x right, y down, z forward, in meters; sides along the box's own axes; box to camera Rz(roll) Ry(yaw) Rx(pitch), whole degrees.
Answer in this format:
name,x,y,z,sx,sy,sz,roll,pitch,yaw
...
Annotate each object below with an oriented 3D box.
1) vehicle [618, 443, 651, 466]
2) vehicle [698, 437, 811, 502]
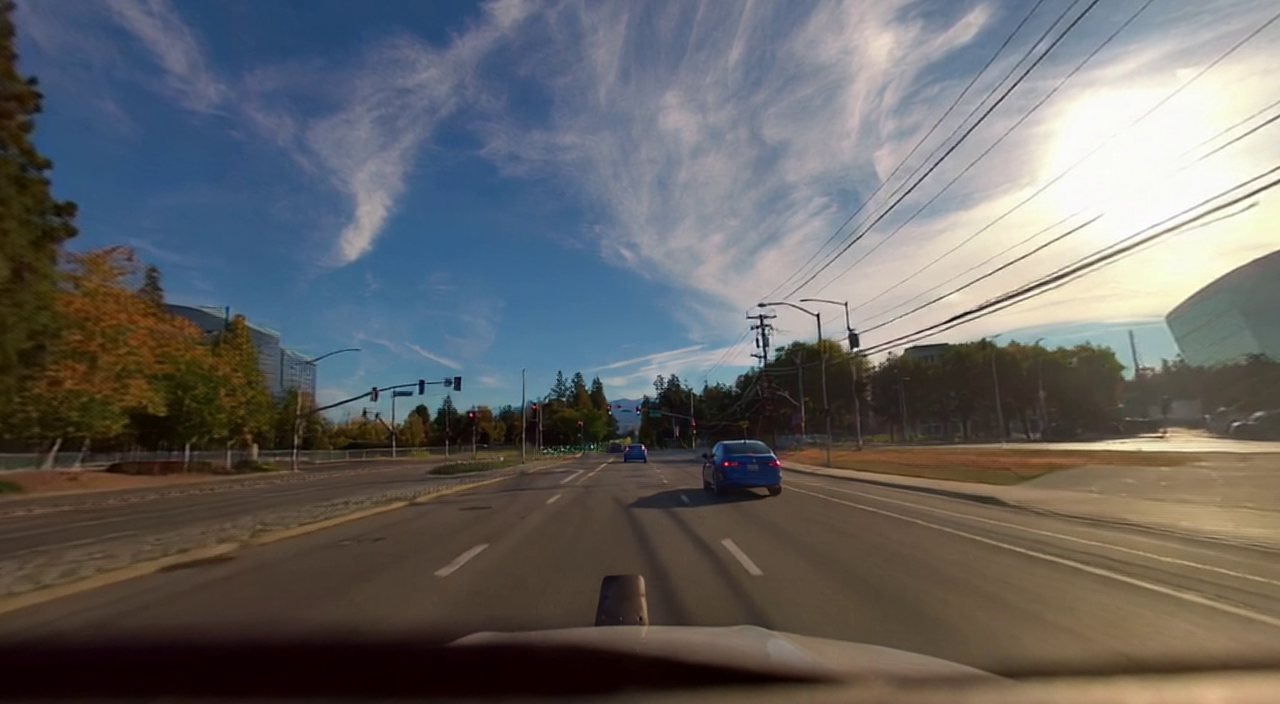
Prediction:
name,x,y,z,sx,sy,sz,roll,pitch,yaw
vehicle,-0.367,6.834,42.214,2.110,1.466,3.860,0,-9,-1
vehicle,2.793,2.990,16.473,2.004,1.448,4.263,0,-9,-2
